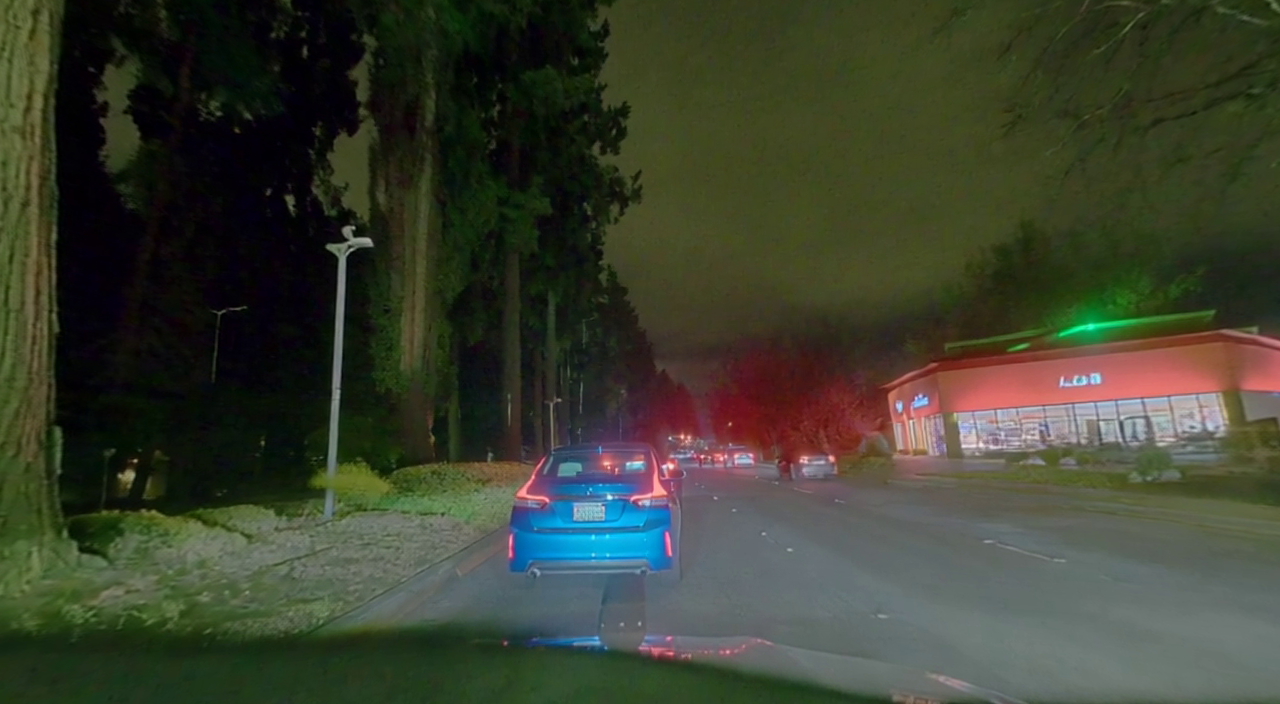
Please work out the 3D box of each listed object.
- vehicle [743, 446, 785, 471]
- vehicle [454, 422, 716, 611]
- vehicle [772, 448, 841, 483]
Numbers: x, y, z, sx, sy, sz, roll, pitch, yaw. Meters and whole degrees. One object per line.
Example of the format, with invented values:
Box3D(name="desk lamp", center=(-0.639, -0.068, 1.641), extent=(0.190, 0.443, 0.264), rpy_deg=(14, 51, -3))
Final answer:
Box3D(name="vehicle", center=(8.028, 6.915, 40.996), extent=(1.887, 1.516, 4.419), rpy_deg=(0, -9, 0))
Box3D(name="vehicle", center=(-0.452, 1.634, 7.146), extent=(2.111, 1.506, 4.018), rpy_deg=(0, -8, 0))
Box3D(name="vehicle", center=(7.100, 4.847, 27.196), extent=(1.909, 1.380, 3.905), rpy_deg=(0, -8, 0))
